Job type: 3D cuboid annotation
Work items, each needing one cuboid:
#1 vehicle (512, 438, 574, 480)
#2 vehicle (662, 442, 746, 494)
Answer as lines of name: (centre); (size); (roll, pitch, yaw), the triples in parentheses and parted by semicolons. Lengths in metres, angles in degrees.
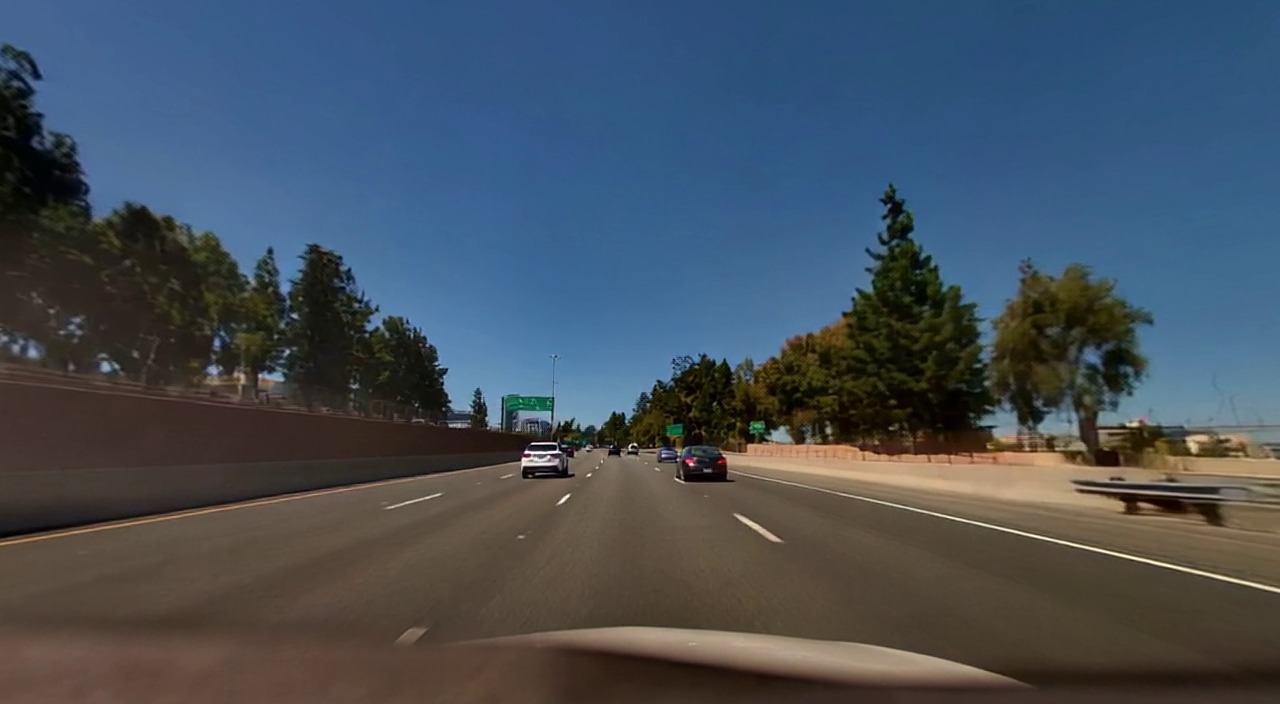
vehicle: (-4.315, 4.854, 28.958); (2.244, 1.755, 4.417); (0, -9, -1)
vehicle: (1.897, 3.638, 20.163); (1.947, 1.437, 4.345); (0, -9, -4)
